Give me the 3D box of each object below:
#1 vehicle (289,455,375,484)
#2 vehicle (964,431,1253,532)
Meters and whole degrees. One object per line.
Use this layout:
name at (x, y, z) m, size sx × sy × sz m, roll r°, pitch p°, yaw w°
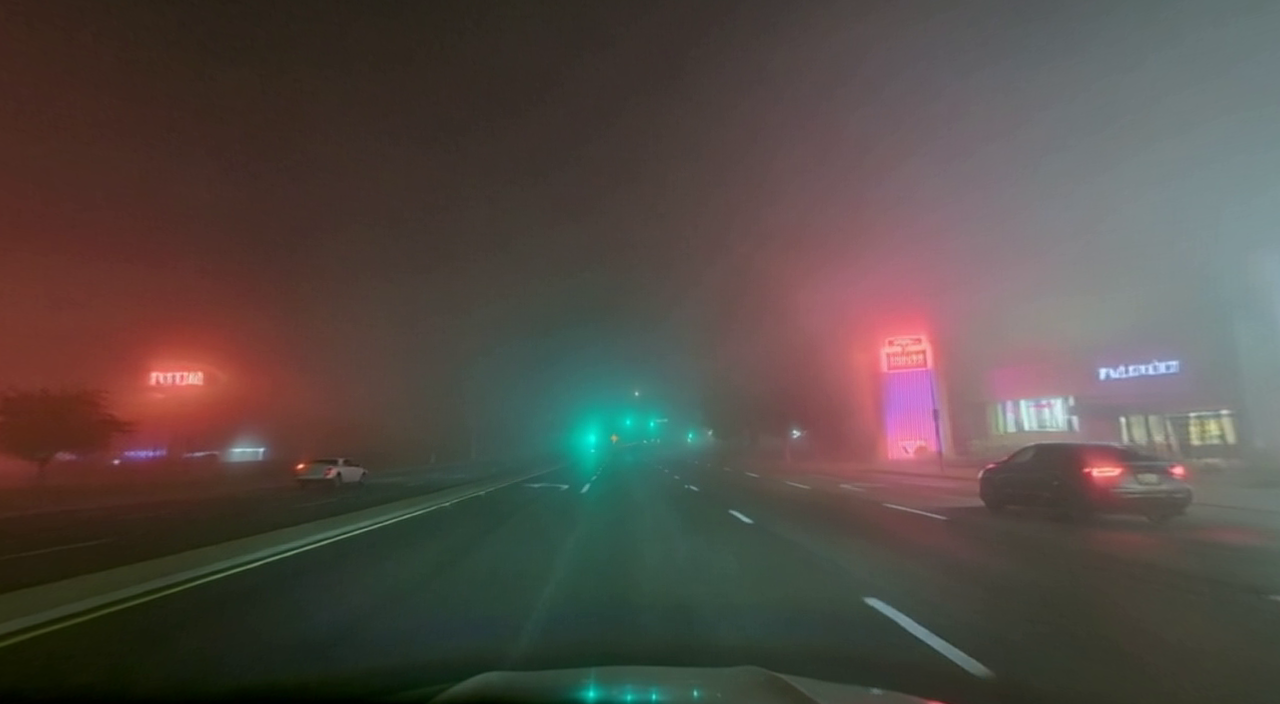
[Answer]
vehicle at (-17.473, 6.622, 35.816) m, size 4.523 × 1.494 × 1.857 m, roll -4°, pitch -9°, yaw 25°
vehicle at (8.023, 2.231, 11.501) m, size 1.936 × 1.460 × 4.258 m, roll 0°, pitch -8°, yaw -1°
